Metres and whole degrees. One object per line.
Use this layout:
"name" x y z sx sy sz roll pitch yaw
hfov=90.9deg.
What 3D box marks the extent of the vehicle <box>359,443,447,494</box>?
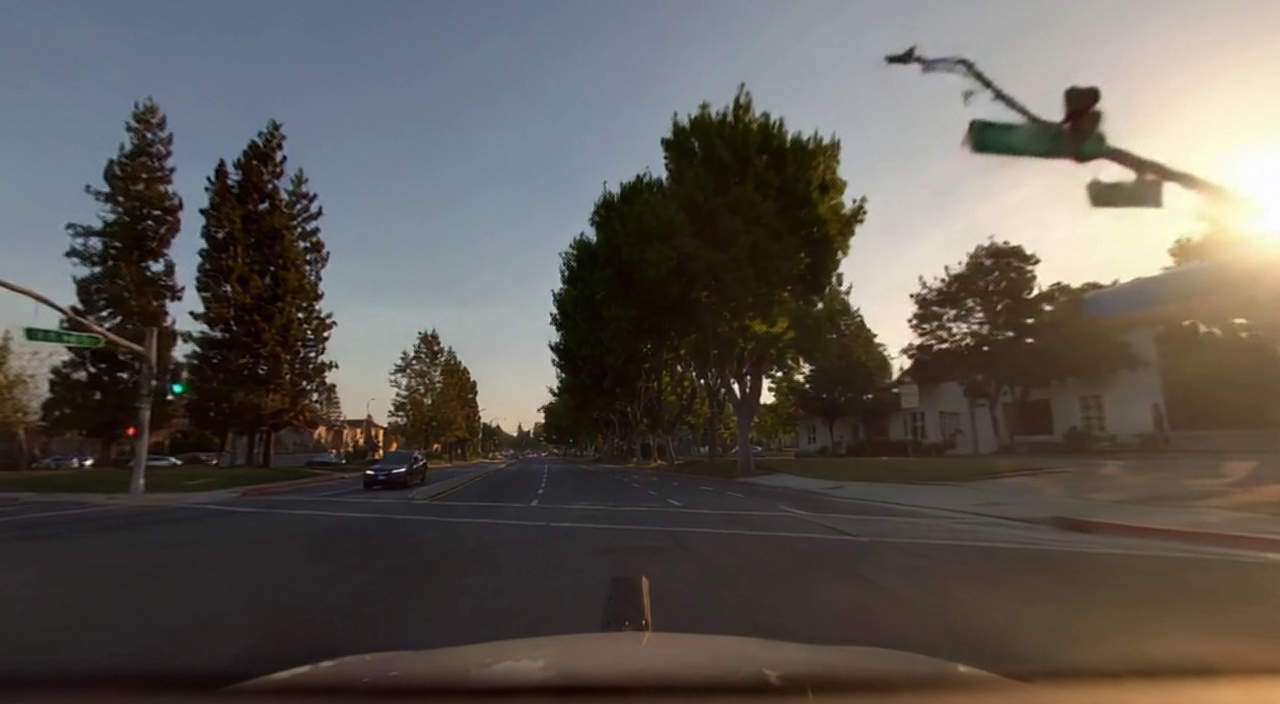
"vehicle" -8.625 4.241 23.389 2.048 1.670 4.450 0 -9 -7
